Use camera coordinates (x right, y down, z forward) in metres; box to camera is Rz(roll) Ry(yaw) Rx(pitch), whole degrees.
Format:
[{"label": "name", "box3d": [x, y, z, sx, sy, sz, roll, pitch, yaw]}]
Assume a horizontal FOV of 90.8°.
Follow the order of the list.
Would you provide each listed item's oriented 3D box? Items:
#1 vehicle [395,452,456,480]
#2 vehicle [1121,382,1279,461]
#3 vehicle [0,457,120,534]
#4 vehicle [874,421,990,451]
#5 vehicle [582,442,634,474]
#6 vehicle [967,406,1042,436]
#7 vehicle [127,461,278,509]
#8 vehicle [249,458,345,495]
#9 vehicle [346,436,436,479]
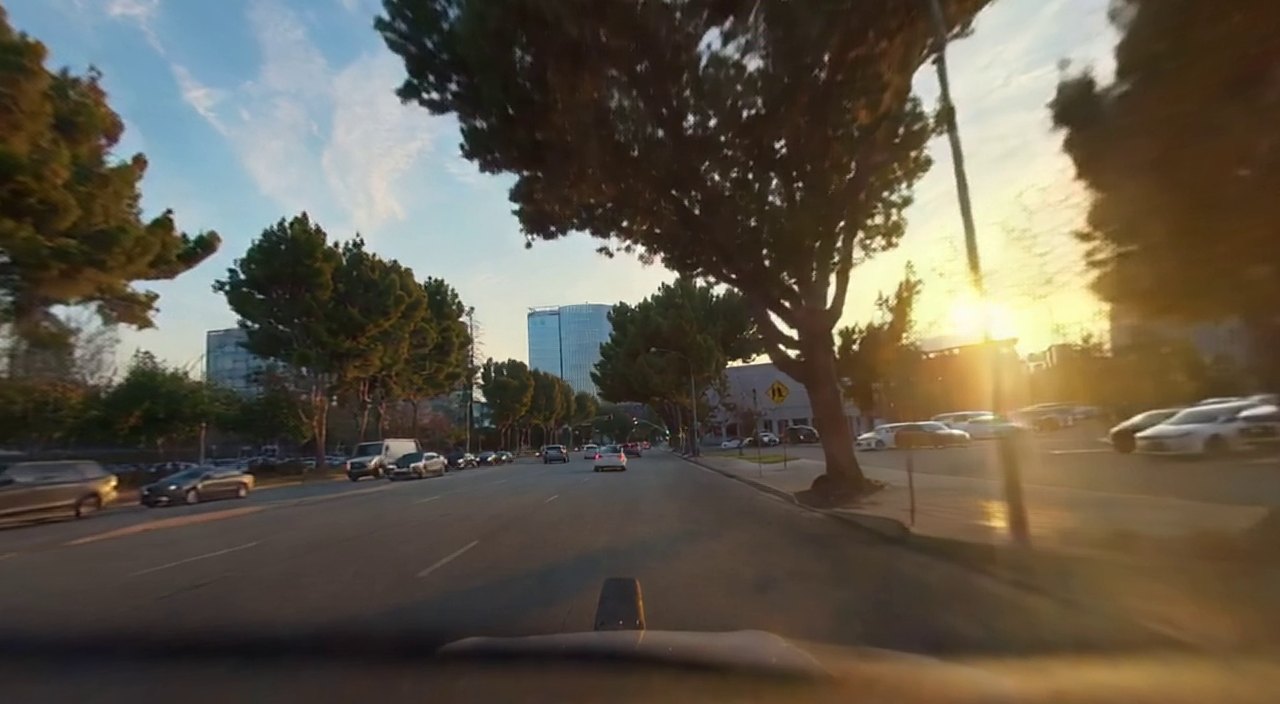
[{"label": "vehicle", "box3d": [-12.470, 6.631, 37.068, 2.013, 1.498, 4.474, 0, -8, 0]}, {"label": "vehicle", "box3d": [14.356, 1.528, 14.790, 4.431, 1.456, 1.977, -7, -10, -1]}, {"label": "vehicle", "box3d": [-16.463, 3.652, 16.240, 2.073, 1.749, 4.770, 0, -8, 0]}, {"label": "vehicle", "box3d": [14.371, 4.180, 31.275, 4.739, 1.424, 1.936, 0, -8, 1]}, {"label": "vehicle", "box3d": [-1.551, 5.431, 32.548, 2.235, 1.500, 4.420, -1, -8, 3]}, {"label": "vehicle", "box3d": [24.217, 4.649, 42.230, 2.179, 1.825, 5.335, -2, -7, 4]}, {"label": "vehicle", "box3d": [-16.434, 5.009, 24.162, 2.162, 1.480, 5.017, 0, -8, 1]}, {"label": "vehicle", "box3d": [-16.327, 5.928, 30.386, 2.024, 1.531, 4.580, 0, -8, 0]}, {"label": "vehicle", "box3d": [-16.672, 7.113, 42.958, 2.599, 2.675, 7.177, -1, -8, 6]}]
